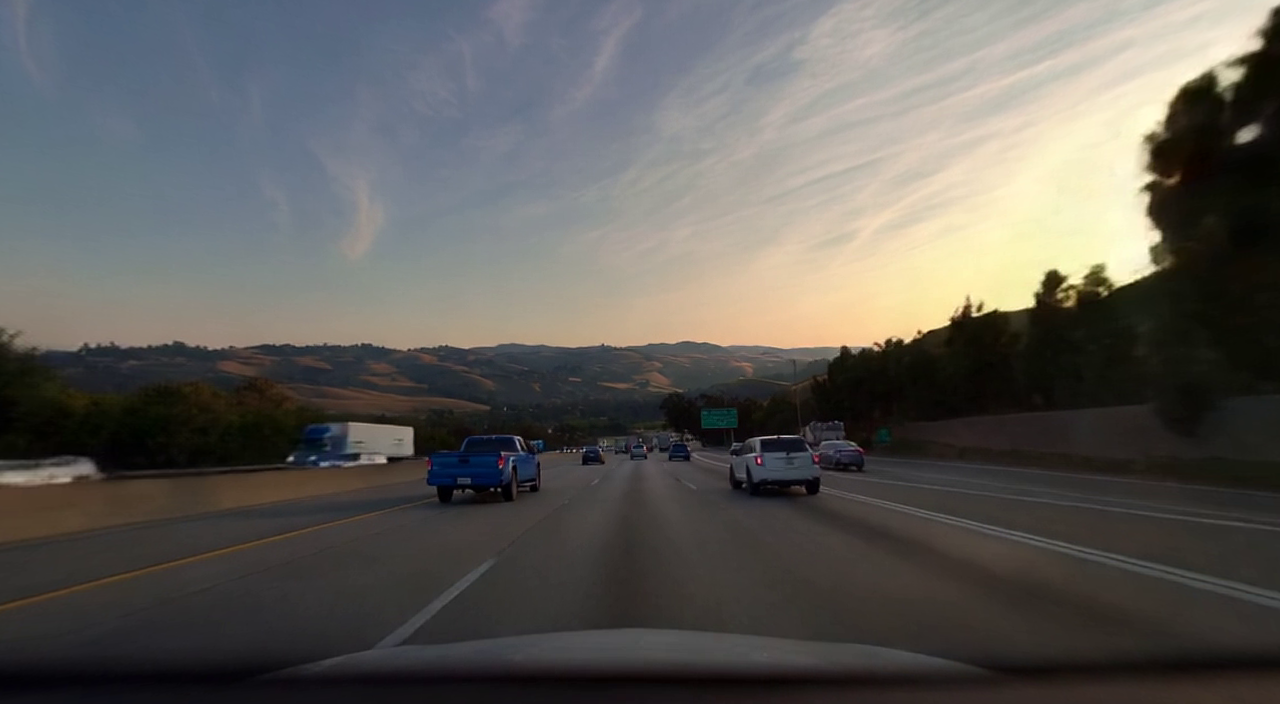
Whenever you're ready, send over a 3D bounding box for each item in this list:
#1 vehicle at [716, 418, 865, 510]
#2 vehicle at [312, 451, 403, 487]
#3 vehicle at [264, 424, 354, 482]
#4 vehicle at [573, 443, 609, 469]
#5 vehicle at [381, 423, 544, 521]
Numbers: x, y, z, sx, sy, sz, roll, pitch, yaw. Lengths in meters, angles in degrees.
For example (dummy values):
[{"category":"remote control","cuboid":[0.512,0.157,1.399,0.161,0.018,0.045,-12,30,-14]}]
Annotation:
[{"category":"vehicle","cuboid":[3.587,2.838,16.457,2.424,1.952,5.611,0,-8,-1]},{"category":"vehicle","cuboid":[-13.301,5.523,30.070,1.947,1.508,4.807,-1,-9,2]},{"category":"vehicle","cuboid":[-24.530,7.510,47.220,3.006,3.933,6.317,1,-8,1]},{"category":"vehicle","cuboid":[-3.495,7.606,46.230,2.235,1.785,4.386,-1,-8,1]},{"category":"vehicle","cuboid":[-3.815,2.706,14.772,2.227,1.853,5.161,-1,-8,1]}]
